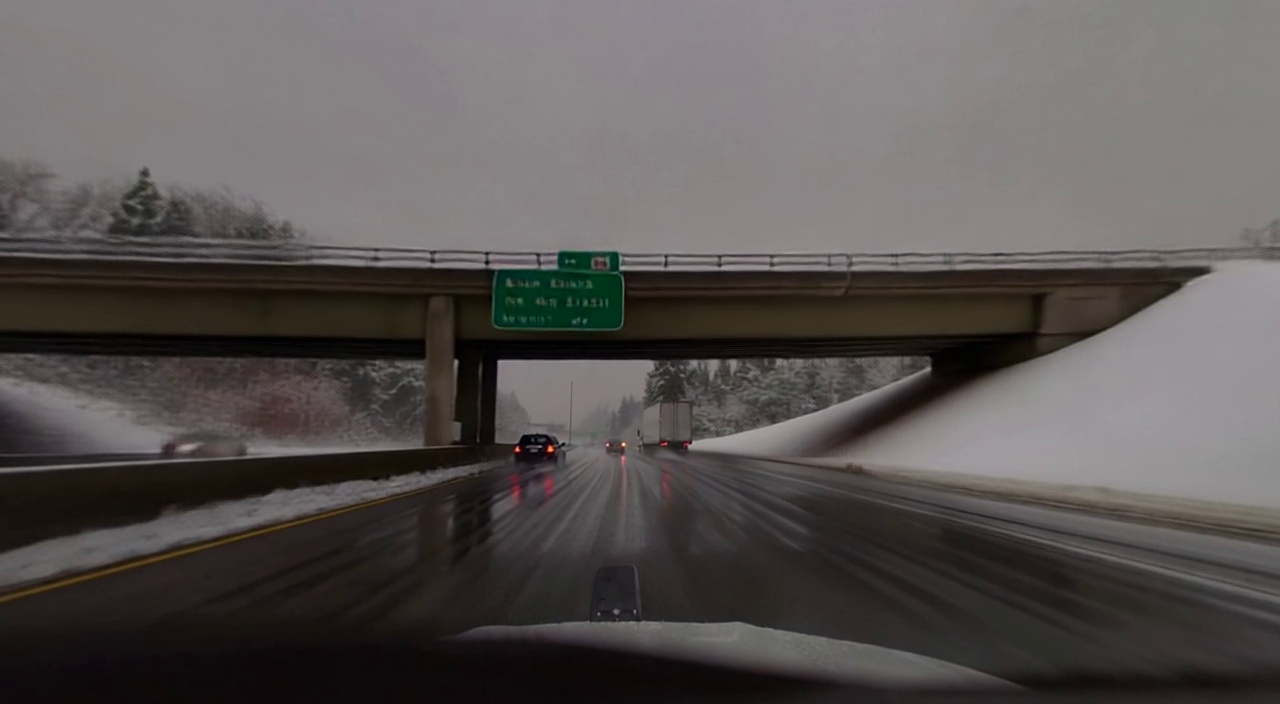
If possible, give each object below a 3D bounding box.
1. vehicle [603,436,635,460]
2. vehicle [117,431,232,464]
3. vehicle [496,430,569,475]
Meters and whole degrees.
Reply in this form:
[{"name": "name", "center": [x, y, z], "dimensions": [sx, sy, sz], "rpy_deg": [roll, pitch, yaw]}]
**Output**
[{"name": "vehicle", "center": [-1.513, 6.752, 44.373], "dimensions": [2.125, 1.542, 3.816], "rpy_deg": [0, -8, -3]}, {"name": "vehicle", "center": [-23.056, 4.753, 31.449], "dimensions": [2.131, 1.492, 4.739], "rpy_deg": [0, -8, -1]}, {"name": "vehicle", "center": [-4.448, 4.249, 26.895], "dimensions": [2.377, 1.747, 4.703], "rpy_deg": [0, -8, -1]}]
